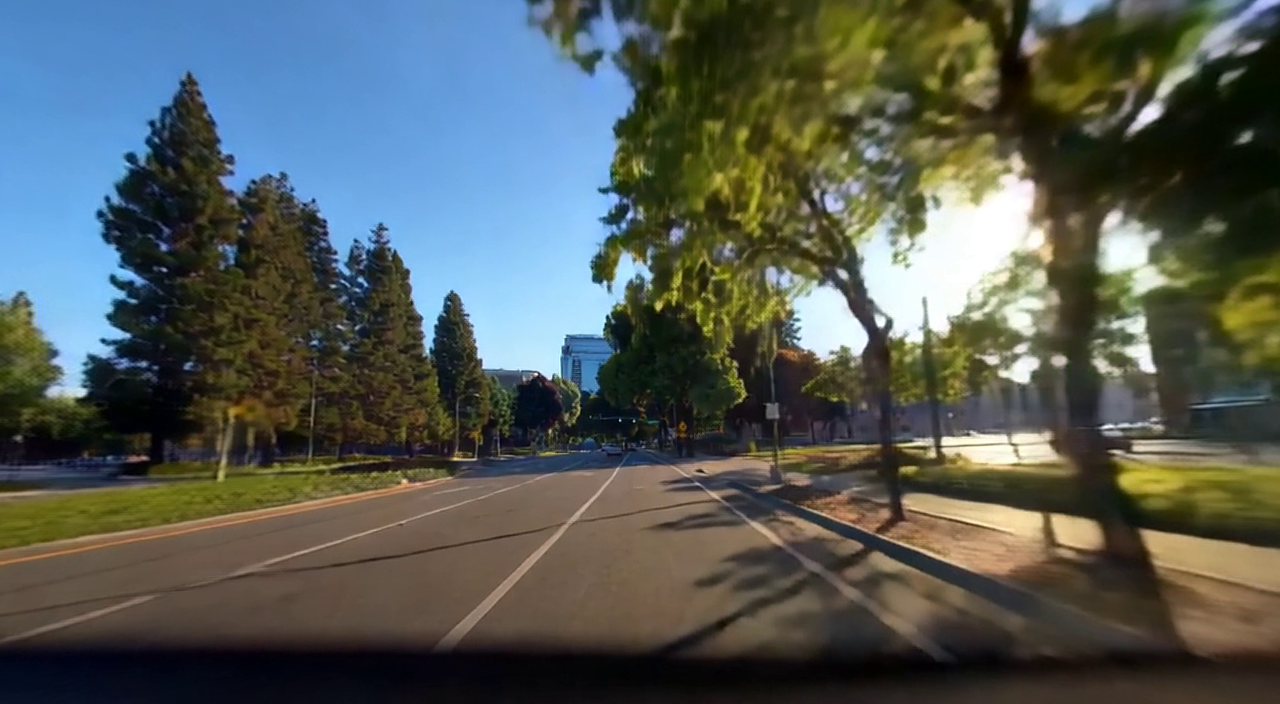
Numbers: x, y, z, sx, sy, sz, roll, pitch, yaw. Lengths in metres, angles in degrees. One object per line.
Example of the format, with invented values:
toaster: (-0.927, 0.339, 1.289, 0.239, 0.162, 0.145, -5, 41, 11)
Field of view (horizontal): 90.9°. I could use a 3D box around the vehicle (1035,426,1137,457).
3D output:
vehicle: (25.922, 5.214, 36.758, 4.384, 1.682, 1.866, -1, -9, 2)
